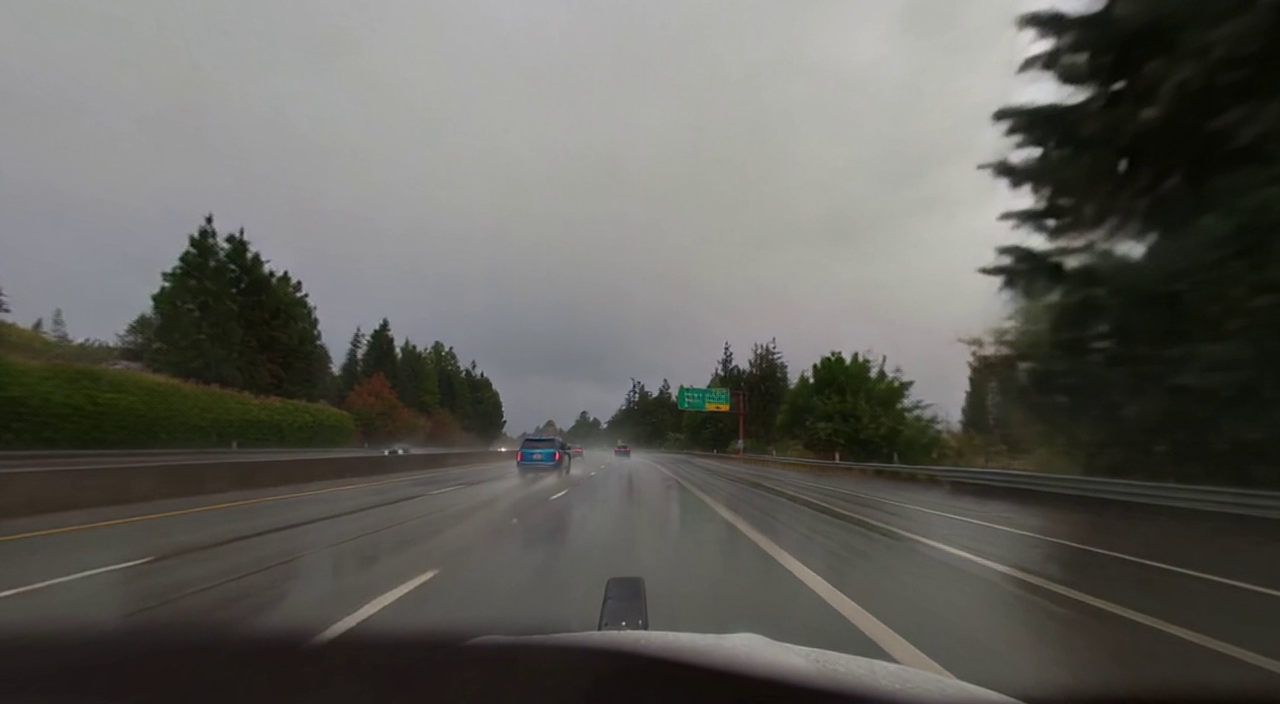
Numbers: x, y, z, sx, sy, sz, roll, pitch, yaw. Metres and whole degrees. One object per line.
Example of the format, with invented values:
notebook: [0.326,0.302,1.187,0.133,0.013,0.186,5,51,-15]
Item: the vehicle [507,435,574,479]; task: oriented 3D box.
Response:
vehicle: [-4.144,4.458,27.071,2.162,1.724,4.537,0,-8,-1]
